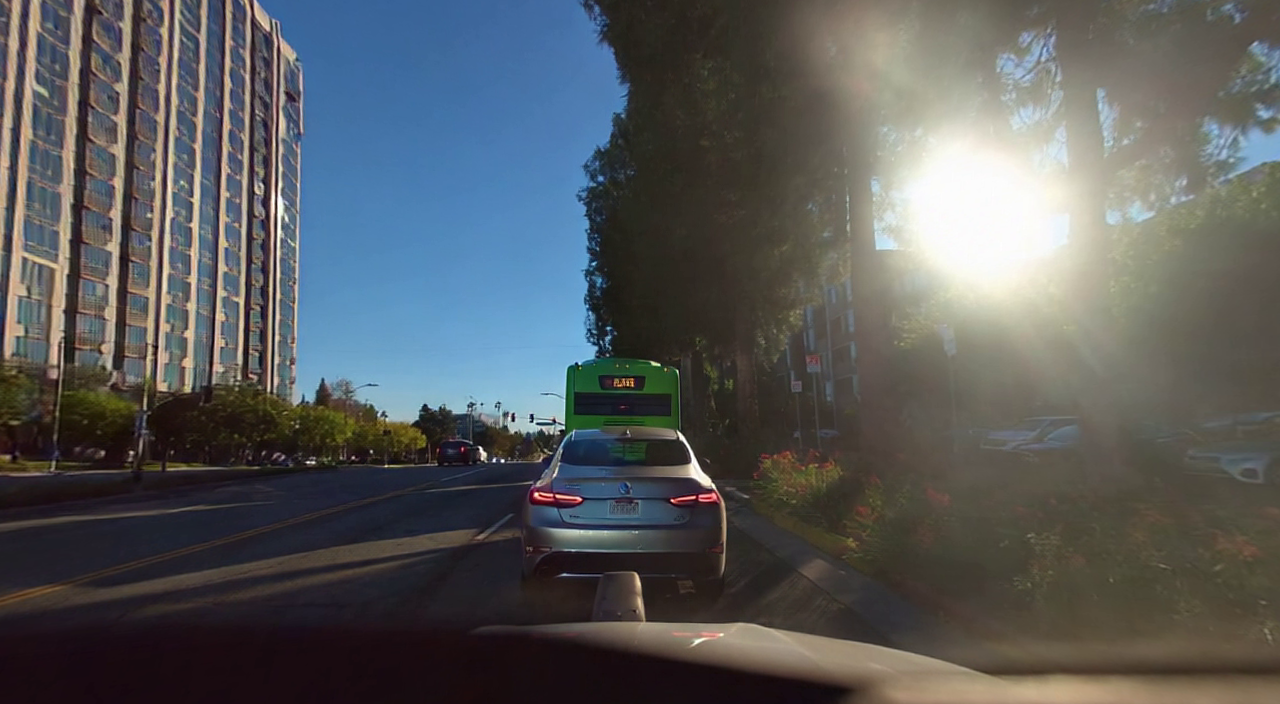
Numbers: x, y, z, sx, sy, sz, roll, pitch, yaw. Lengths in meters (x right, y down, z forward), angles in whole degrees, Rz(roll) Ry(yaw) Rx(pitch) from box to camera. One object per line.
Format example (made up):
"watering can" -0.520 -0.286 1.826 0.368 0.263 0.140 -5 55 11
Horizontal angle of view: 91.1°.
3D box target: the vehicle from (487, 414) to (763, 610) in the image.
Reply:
"vehicle" -0.154 1.463 6.742 2.064 1.452 3.942 0 -8 -1
